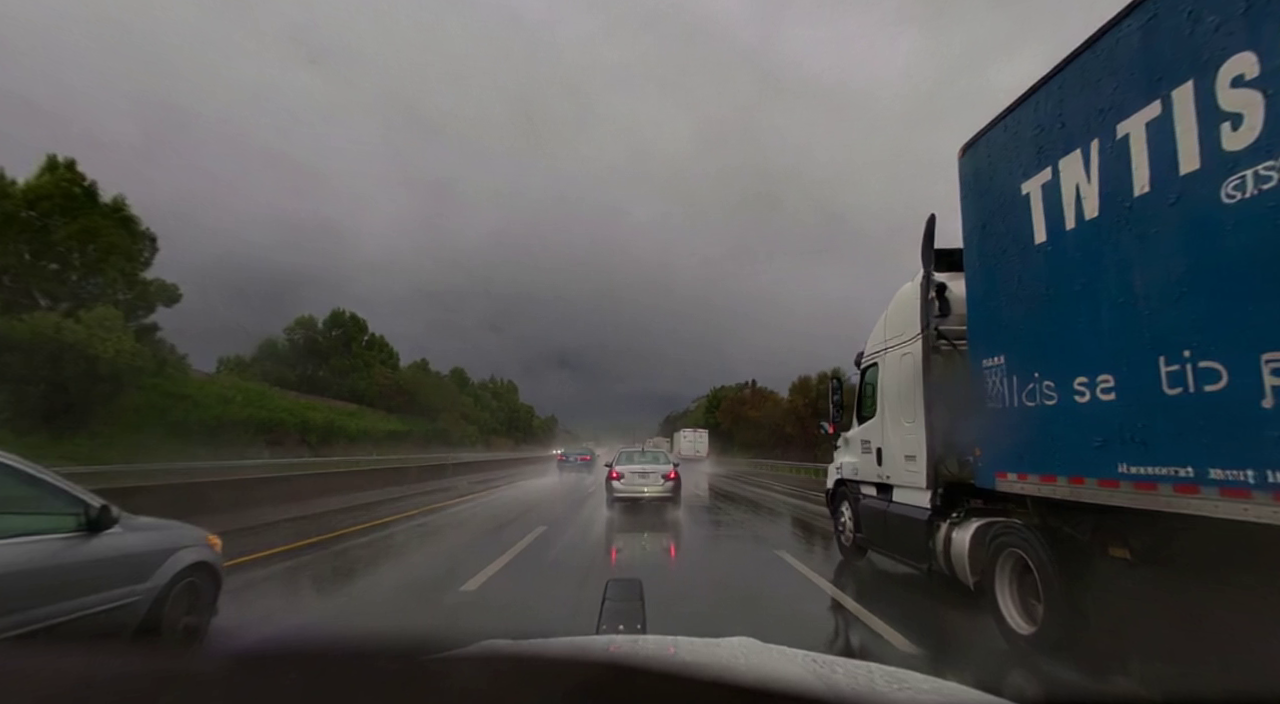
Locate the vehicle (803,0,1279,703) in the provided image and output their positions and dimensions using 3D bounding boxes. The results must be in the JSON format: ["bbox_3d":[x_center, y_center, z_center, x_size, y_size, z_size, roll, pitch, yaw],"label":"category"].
[{"bbox_3d":[3.788,-0.513,0.497,2.981,4.069,16.756,0,-9,0],"label":"vehicle"}]

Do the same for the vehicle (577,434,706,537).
[{"bbox_3d":[0.011,2.332,11.485,1.973,1.574,3.426,0,-9,0],"label":"vehicle"}]

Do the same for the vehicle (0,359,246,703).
[{"bbox_3d":[-3.500,0.732,1.570,1.985,1.671,4.604,0,-9,1],"label":"vehicle"}]
